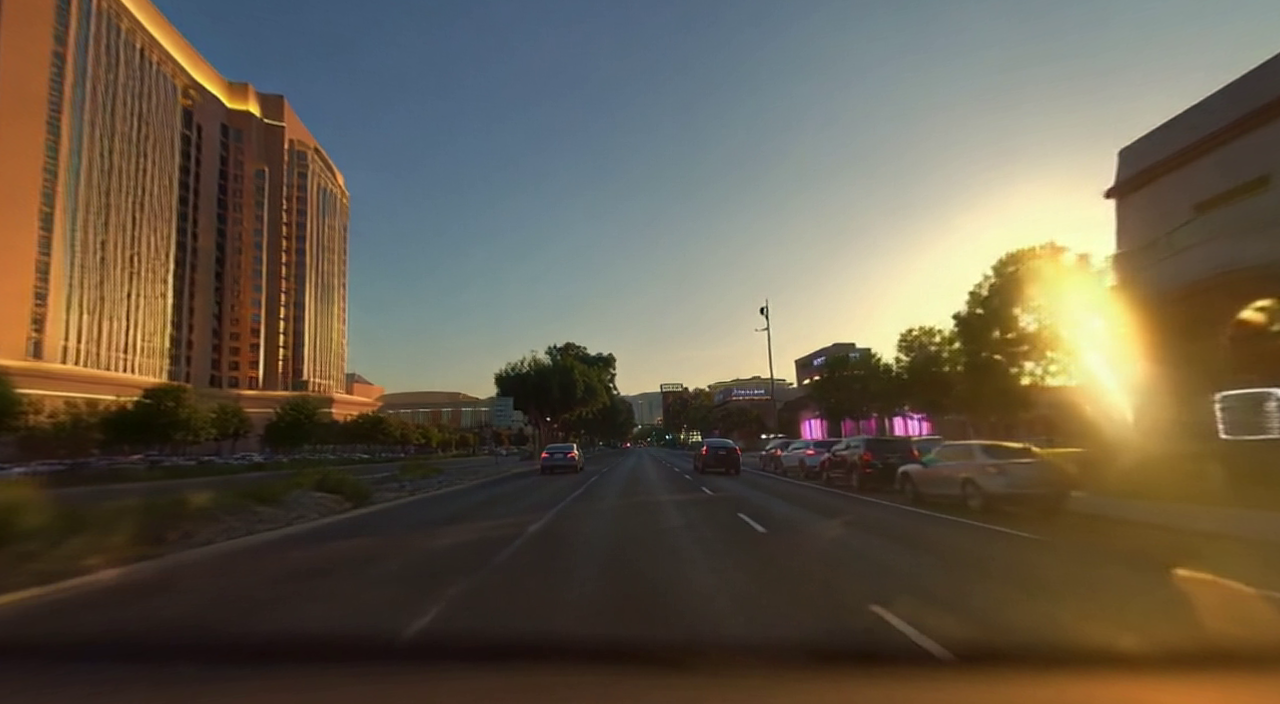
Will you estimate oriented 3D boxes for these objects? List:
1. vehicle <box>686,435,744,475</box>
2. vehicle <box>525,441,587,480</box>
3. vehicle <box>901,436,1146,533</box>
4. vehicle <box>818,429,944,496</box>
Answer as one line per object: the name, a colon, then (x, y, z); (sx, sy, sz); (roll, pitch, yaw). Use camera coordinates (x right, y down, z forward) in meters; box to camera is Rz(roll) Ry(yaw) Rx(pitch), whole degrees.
vehicle: (3.441, 4.843, 29.821); (2.083, 1.743, 4.354); (0, -8, -2)
vehicle: (-3.380, 4.428, 26.107); (2.005, 1.477, 4.169); (0, -8, 0)
vehicle: (6.916, 2.401, 12.132); (1.876, 1.478, 4.670); (0, -8, 1)
vehicle: (6.992, 3.246, 18.849); (2.039, 1.749, 4.193); (0, -8, -1)
